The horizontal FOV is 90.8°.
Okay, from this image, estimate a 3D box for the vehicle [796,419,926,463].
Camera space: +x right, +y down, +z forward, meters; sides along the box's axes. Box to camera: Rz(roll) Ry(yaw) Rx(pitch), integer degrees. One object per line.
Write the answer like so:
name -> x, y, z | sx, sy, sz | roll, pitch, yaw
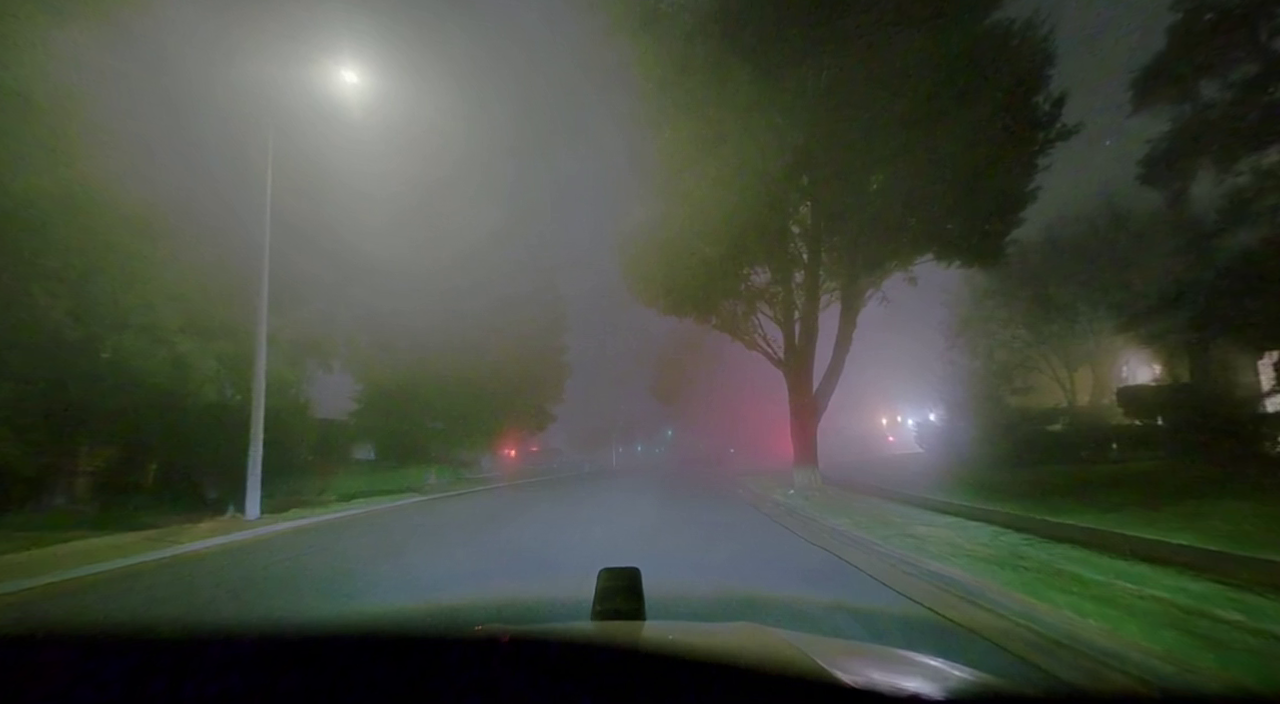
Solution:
vehicle -> 11.594, 4.764, 33.640 | 6.053, 2.240, 2.582 | -1, -9, 7
